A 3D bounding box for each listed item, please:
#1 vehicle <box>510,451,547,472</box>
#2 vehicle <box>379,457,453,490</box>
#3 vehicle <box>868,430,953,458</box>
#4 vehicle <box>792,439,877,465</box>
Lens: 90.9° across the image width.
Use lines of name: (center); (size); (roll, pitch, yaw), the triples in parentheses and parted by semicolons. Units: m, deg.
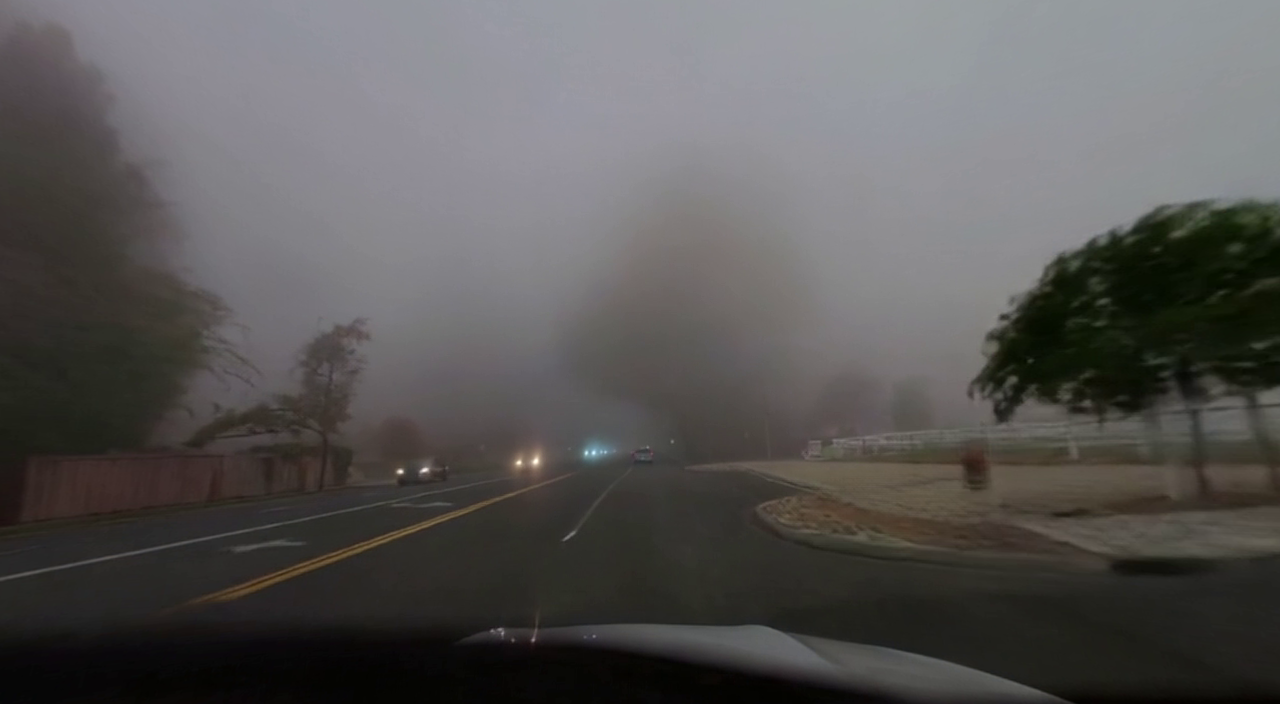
vehicle: (-8.489, 8.414, 48.485); (1.961, 1.518, 4.846); (0, -9, 0)
vehicle: (-11.185, 6.097, 31.908); (2.026, 1.519, 4.534); (-1, -9, 1)
vehicle: (18.851, 6.454, 44.055); (4.821, 1.832, 2.196); (0, -9, -3)
vehicle: (13.481, 6.937, 43.889); (5.177, 1.468, 2.090); (-4, -7, 2)
